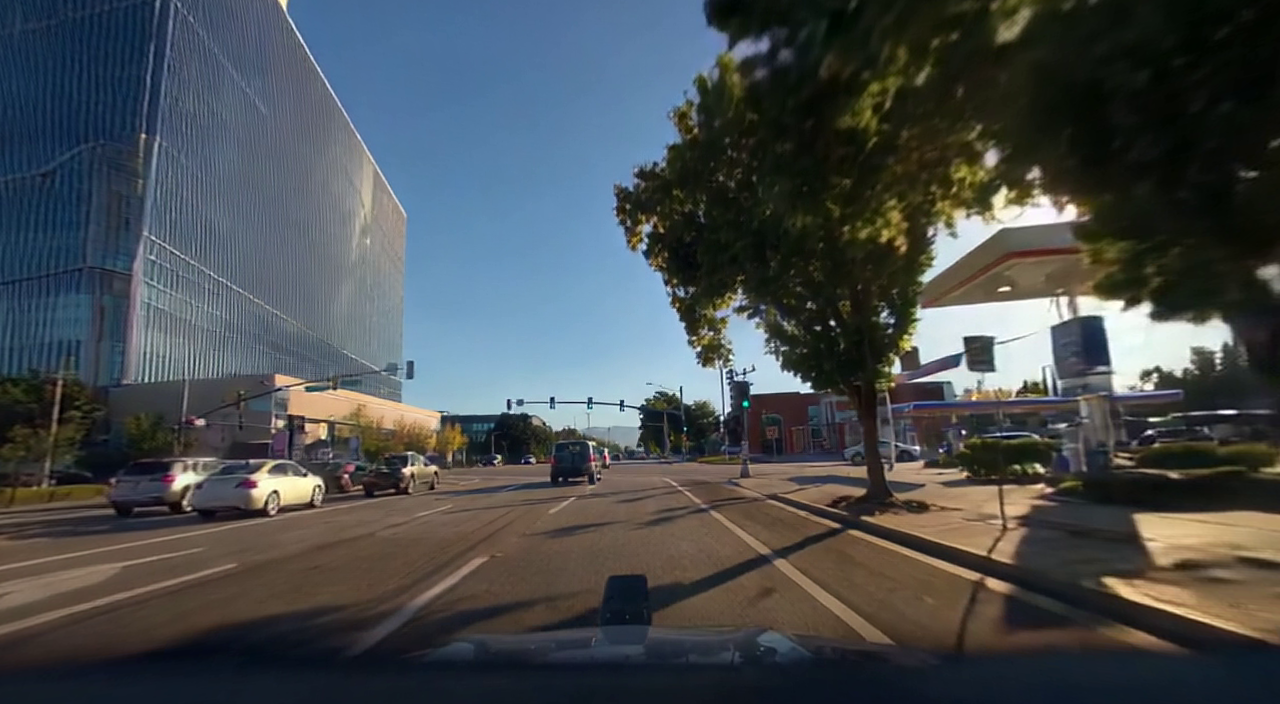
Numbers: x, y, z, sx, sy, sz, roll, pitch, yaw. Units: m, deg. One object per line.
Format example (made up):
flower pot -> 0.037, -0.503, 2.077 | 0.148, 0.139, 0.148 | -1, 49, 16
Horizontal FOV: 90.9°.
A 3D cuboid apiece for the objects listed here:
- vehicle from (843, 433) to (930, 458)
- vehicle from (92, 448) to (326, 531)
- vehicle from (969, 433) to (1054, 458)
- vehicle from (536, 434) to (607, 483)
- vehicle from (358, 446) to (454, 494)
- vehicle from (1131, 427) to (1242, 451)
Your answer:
vehicle -> 18.060, 6.869, 46.214 | 5.708, 1.585, 2.070 | -4, -6, 24
vehicle -> -9.460, 3.000, 14.485 | 1.965, 1.541, 4.718 | -1, -8, 1
vehicle -> 25.580, 6.468, 43.610 | 4.700, 1.579, 1.823 | -4, -9, 19
vehicle -> -3.153, 5.110, 30.592 | 2.602, 2.091, 6.347 | -1, -8, 2
vehicle -> -9.148, 4.615, 25.116 | 2.068, 1.659, 4.509 | -1, -8, 1
vehicle -> 34.905, 5.594, 40.431 | 4.849, 1.399, 2.057 | -2, -9, 17
